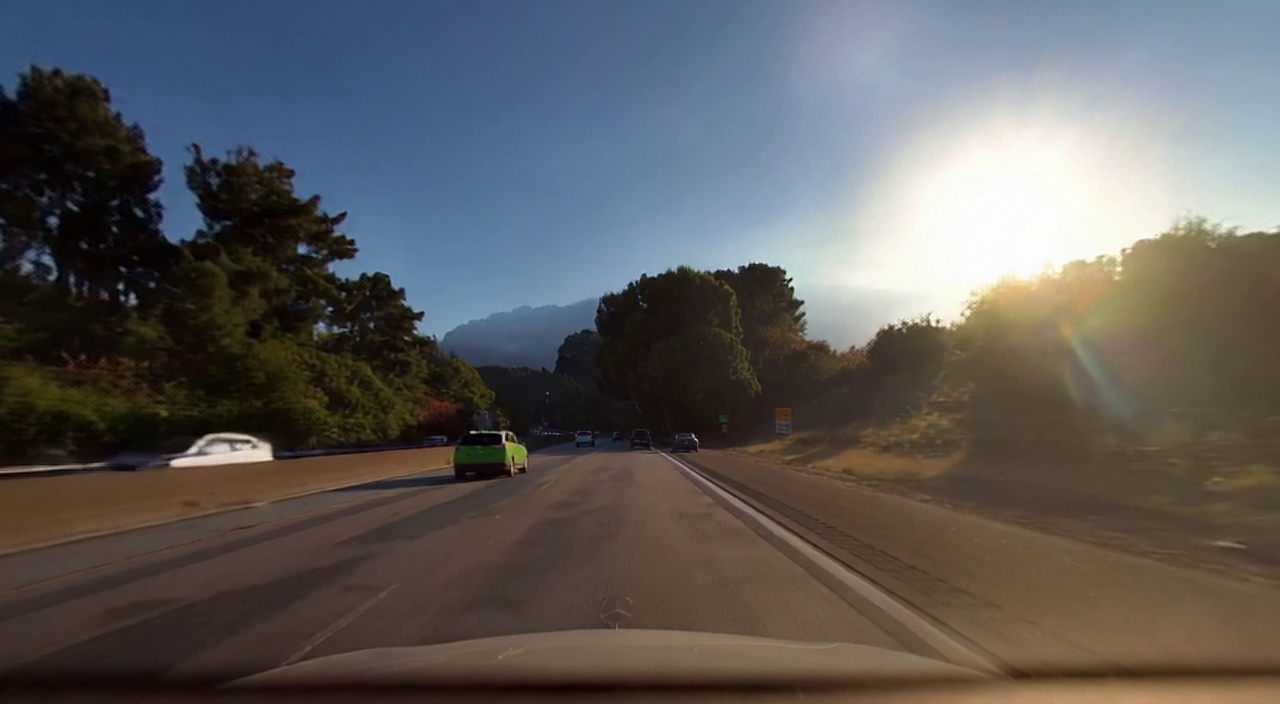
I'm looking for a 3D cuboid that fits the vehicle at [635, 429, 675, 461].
[{"bbox_3d":[0.740,4.621,31.450,1.869,1.466,3.356,0,-8,1],"label":"vehicle"}]

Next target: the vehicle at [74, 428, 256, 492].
[{"bbox_3d":[-12.973,2.993,17.631,1.860,1.562,4.130,0,-9,-1],"label":"vehicle"}]

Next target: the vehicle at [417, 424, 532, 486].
[{"bbox_3d":[-4.515,2.863,18.046,2.023,1.512,4.804,0,-8,0],"label":"vehicle"}]

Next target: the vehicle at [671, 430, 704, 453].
[{"bbox_3d":[3.302,6.275,44.329,1.841,1.491,3.869,0,-8,-2],"label":"vehicle"}]
